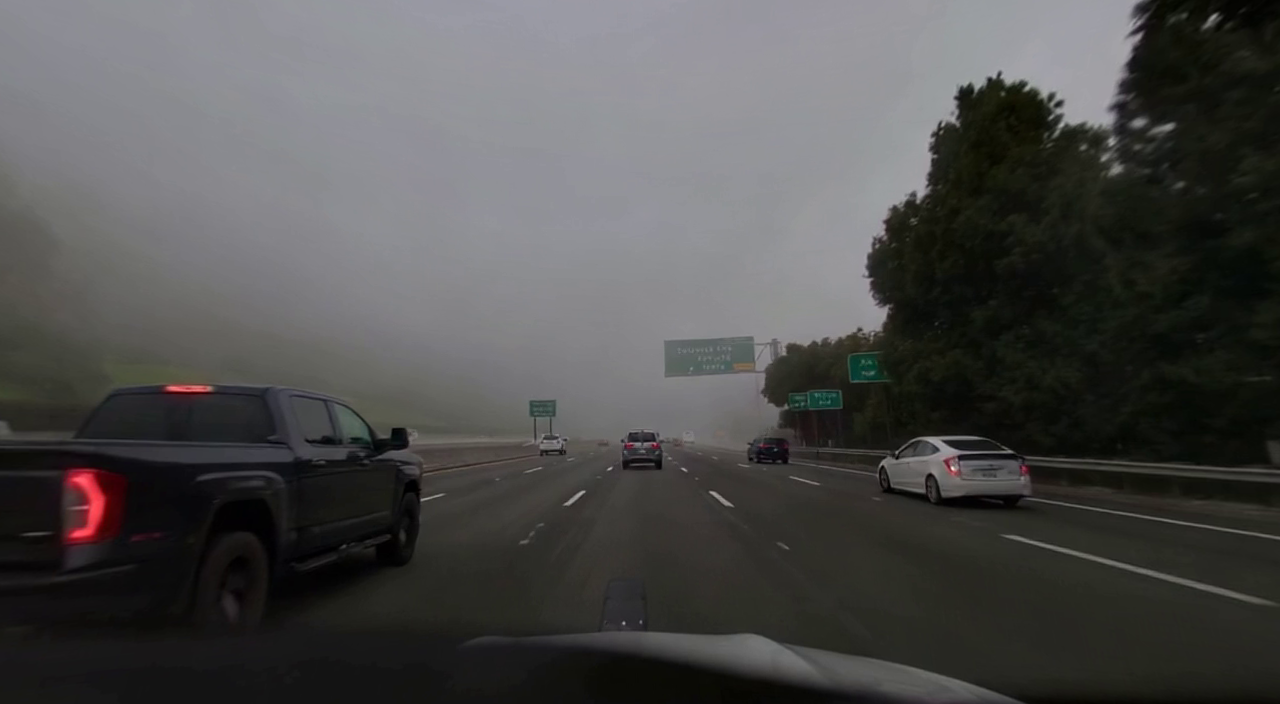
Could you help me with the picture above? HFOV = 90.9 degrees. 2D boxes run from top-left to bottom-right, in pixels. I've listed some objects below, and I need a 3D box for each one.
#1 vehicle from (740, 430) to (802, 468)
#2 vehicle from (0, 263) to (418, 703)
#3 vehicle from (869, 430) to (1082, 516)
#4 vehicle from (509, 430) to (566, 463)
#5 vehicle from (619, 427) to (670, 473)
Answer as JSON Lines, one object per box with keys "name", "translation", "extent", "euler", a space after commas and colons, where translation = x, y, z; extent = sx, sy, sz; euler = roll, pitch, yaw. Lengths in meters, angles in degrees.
{"name": "vehicle", "translation": [6.569, 4.919, 32.161], "extent": [2.067, 1.775, 4.372], "euler": [0, -8, -2]}
{"name": "vehicle", "translation": [-3.511, 0.927, 3.871], "extent": [2.316, 1.999, 5.765], "euler": [0, -8, -2]}
{"name": "vehicle", "translation": [6.639, 2.425, 13.192], "extent": [1.998, 1.456, 4.338], "euler": [0, -8, -1]}
{"name": "vehicle", "translation": [-6.078, 5.717, 38.242], "extent": [2.238, 1.837, 5.979], "euler": [-1, -8, 2]}
{"name": "vehicle", "translation": [0.182, 4.185, 27.106], "extent": [2.052, 1.808, 3.898], "euler": [0, -8, 0]}
